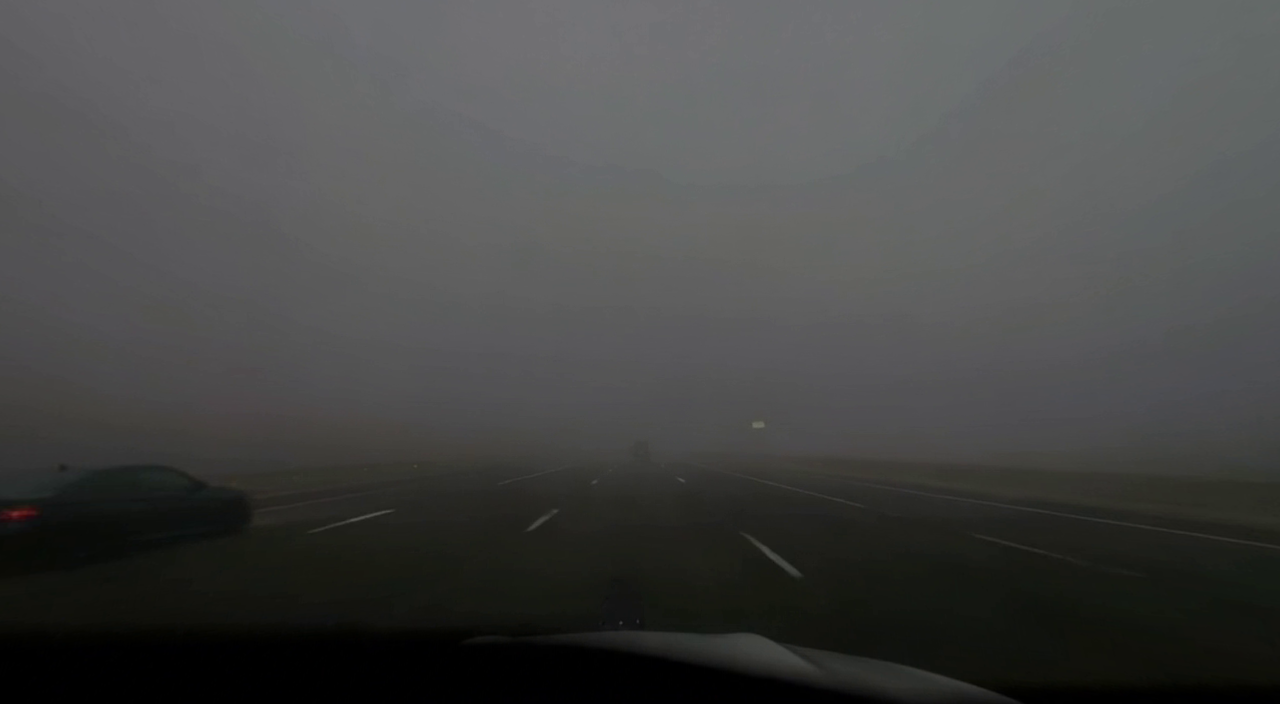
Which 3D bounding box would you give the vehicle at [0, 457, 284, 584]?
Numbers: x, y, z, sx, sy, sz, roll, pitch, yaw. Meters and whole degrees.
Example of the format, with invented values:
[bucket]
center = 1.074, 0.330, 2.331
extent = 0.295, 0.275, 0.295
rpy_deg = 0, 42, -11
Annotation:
[vehicle]
center = -7.510, 2.174, 9.021
extent = 2.165, 1.274, 4.525
rpy_deg = 0, -9, 0
